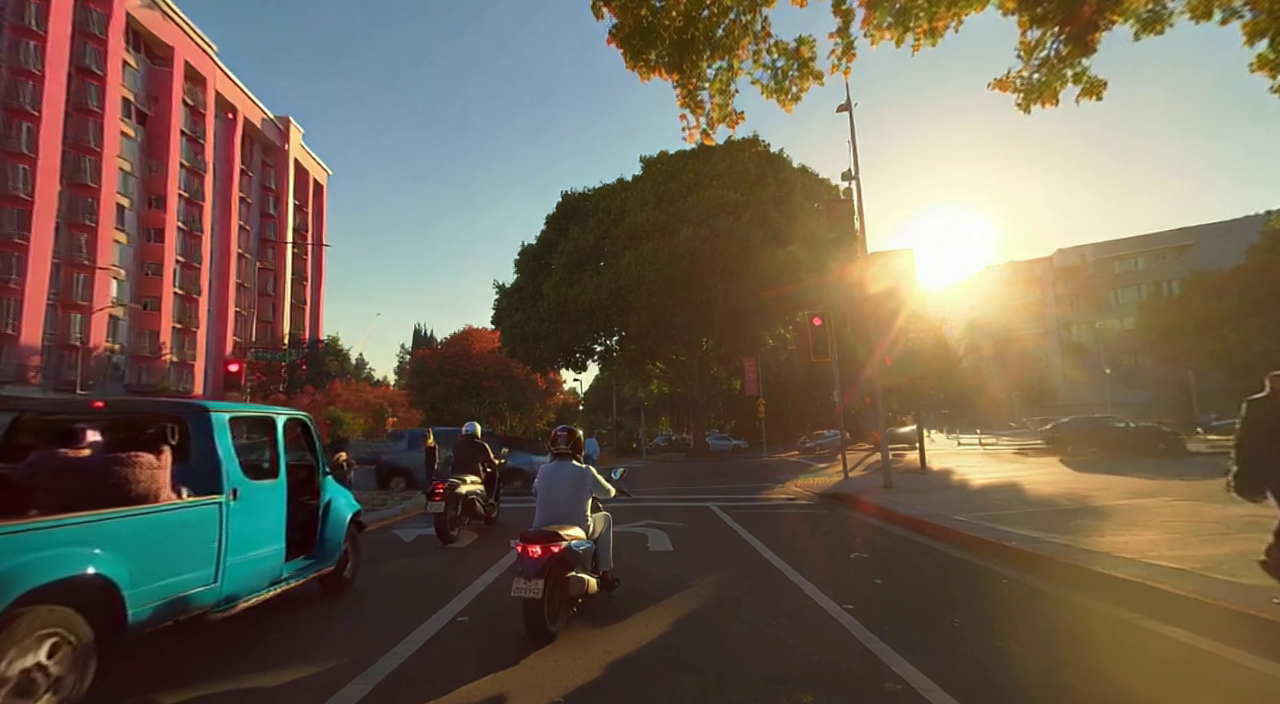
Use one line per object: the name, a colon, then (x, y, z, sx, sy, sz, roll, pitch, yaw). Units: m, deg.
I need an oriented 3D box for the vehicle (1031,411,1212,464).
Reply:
vehicle: (18.352, 3.347, 24.342, 5.226, 1.840, 2.016, -7, -11, 37)

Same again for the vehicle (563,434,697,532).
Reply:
vehicle: (-0.120, 2.295, 11.615, 2.025, 1.458, 4.085, -1, -9, 1)

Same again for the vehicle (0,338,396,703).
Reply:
vehicle: (-3.598, 1.098, 4.137, 2.000, 1.809, 4.855, 0, -9, 0)

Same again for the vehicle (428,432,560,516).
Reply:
vehicle: (-3.126, 2.703, 14.431, 1.935, 1.615, 4.073, -1, -9, 2)
